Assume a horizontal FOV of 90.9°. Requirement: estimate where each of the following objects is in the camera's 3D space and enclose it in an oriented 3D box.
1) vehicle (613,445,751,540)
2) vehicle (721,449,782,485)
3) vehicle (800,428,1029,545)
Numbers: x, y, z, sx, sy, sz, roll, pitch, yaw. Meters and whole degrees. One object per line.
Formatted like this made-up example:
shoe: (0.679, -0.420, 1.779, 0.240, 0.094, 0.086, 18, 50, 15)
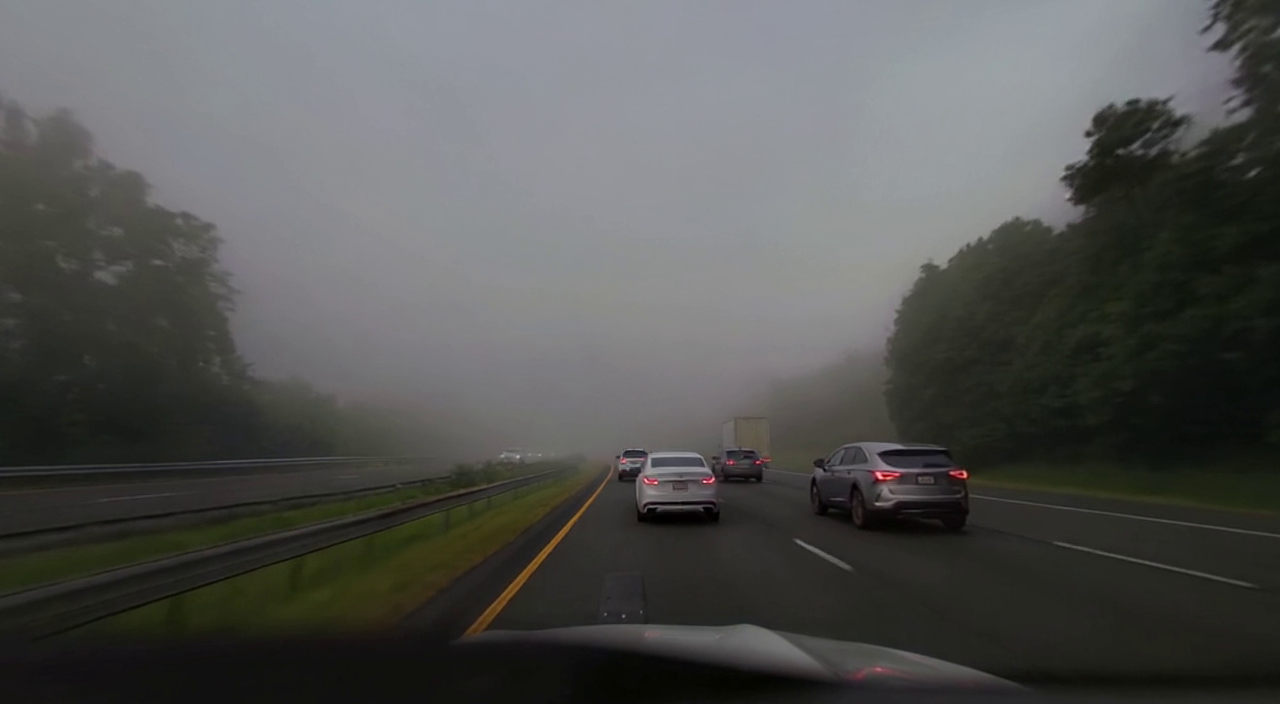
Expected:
vehicle: (0.611, 2.441, 11.532, 2.094, 1.426, 3.725, 0, -9, -1)
vehicle: (5.032, 5.220, 28.987, 1.908, 1.500, 4.157, 0, -9, -2)
vehicle: (4.563, 2.302, 11.453, 1.998, 1.657, 4.604, 0, -9, -1)
